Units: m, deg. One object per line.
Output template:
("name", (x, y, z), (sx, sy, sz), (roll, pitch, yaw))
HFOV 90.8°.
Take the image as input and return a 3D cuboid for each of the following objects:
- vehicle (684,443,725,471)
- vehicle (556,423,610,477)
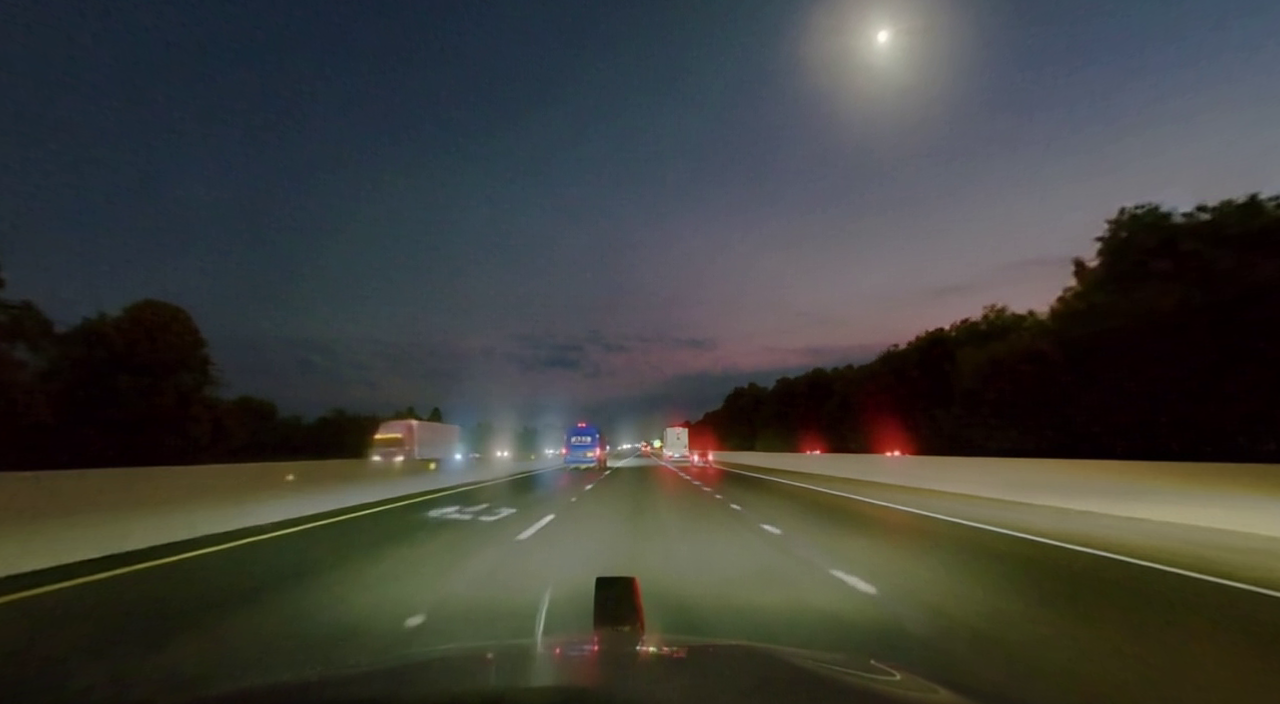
("vehicle", (3.984, 6.561, 39.711), (2.066, 1.638, 4.158), (0, -9, -2))
("vehicle", (-2.972, 5.375, 34.790), (2.380, 2.648, 6.879), (0, -9, 0))
